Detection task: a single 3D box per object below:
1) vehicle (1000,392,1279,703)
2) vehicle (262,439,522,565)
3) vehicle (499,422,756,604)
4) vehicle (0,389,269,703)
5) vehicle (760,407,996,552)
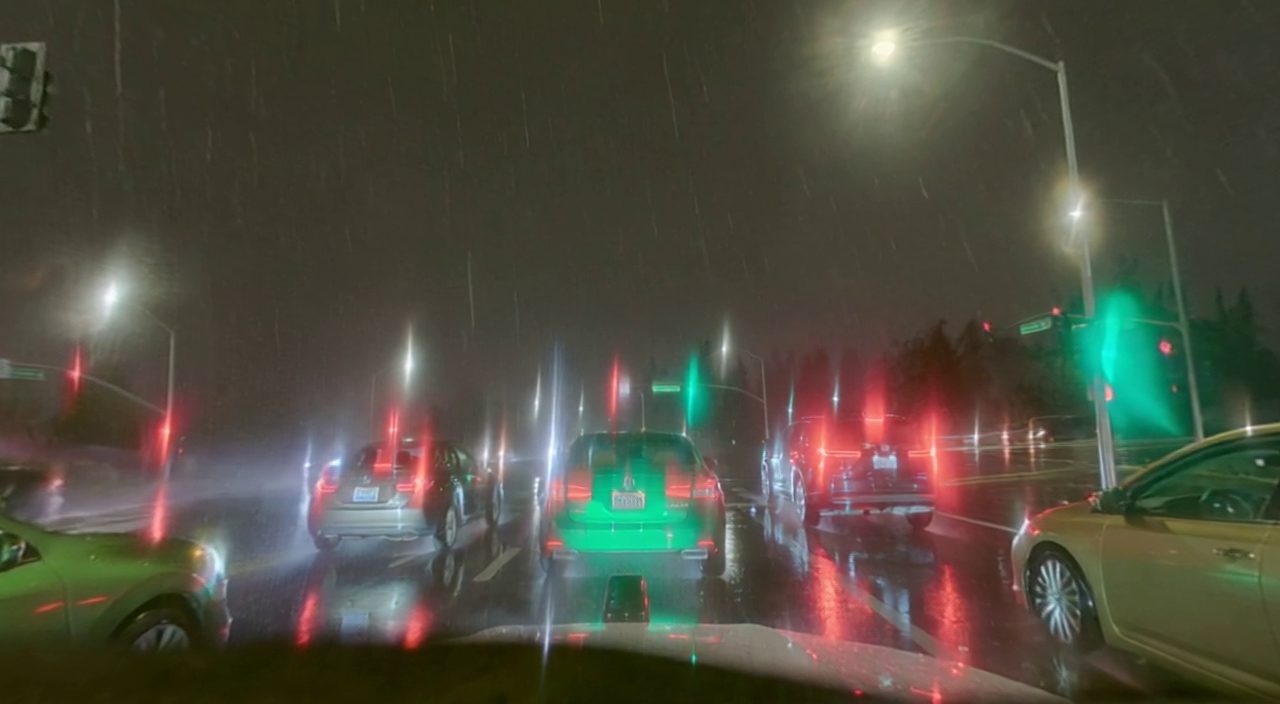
[{"bbox_3d":[3.936,0.972,3.108,1.800,1.519,4.198,0,-8,0],"label":"vehicle"},{"bbox_3d":[-3.299,2.068,9.544,1.995,1.436,4.373,-1,-8,2],"label":"vehicle"},{"bbox_3d":[-0.133,1.649,7.382,2.140,1.499,4.119,0,-8,-1],"label":"vehicle"},{"bbox_3d":[-3.474,0.841,1.841,2.016,1.547,4.414,0,-8,1],"label":"vehicle"},{"bbox_3d":[3.307,1.866,9.839,1.992,1.744,4.183,0,-8,0],"label":"vehicle"}]
